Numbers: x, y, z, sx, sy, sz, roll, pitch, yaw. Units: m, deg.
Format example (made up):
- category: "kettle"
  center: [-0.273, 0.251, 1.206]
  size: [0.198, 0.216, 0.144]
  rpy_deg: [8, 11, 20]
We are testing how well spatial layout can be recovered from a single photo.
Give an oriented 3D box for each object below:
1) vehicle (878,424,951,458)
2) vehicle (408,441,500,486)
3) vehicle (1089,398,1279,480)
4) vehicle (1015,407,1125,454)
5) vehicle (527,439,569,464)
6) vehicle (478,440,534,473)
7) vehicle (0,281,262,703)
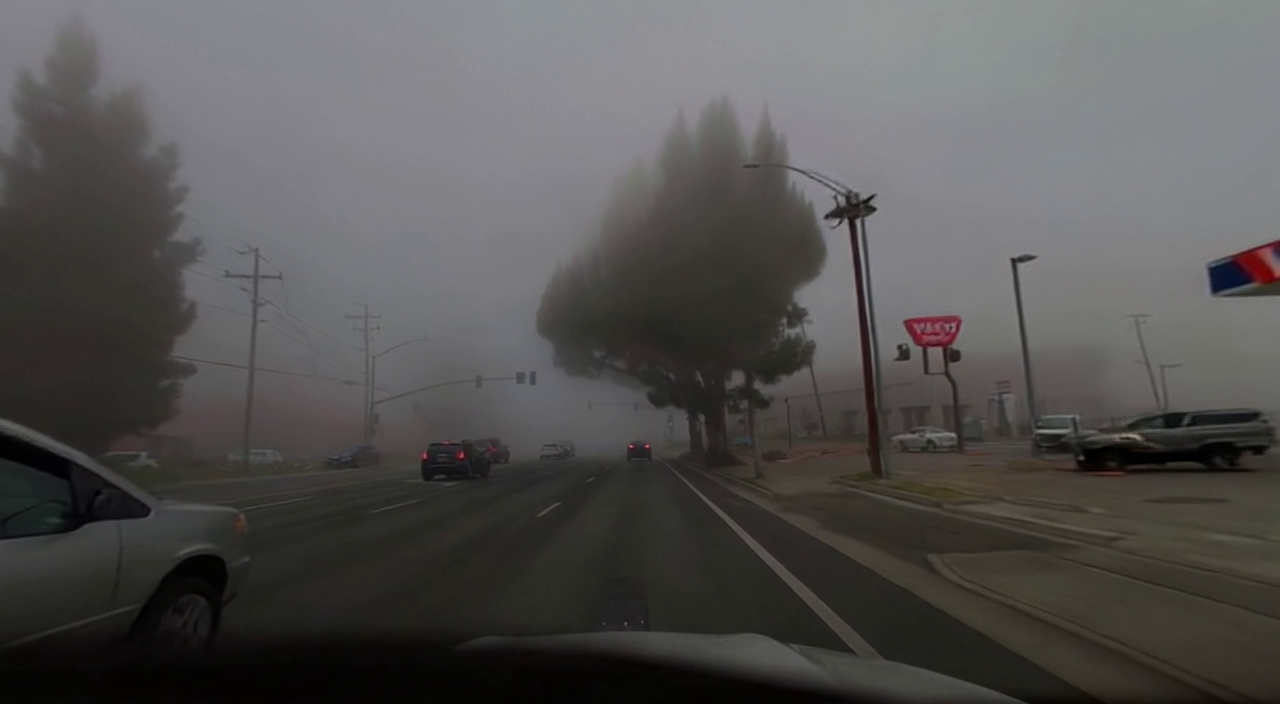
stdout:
- category: "vehicle"
  center: [16.024, 5.249, 37.127]
  size: [2.116, 1.849, 4.806]
  rpy_deg: [0, -9, 0]
- category: "vehicle"
  center: [-6.657, 4.004, 23.088]
  size: [1.960, 1.468, 4.345]
  rpy_deg: [0, -8, 1]
- category: "vehicle"
  center: [15.981, 2.440, 17.749]
  size: [2.178, 1.911, 5.852]
  rpy_deg: [-1, -8, -2]
- category: "vehicle"
  center: [23.739, 4.426, 35.171]
  size: [2.314, 2.302, 5.730]
  rpy_deg: [-4, -8, 5]
- category: "vehicle"
  center: [-6.286, 6.848, 43.443]
  size: [2.130, 1.636, 4.427]
  rpy_deg: [0, -8, 2]
- category: "vehicle"
  center: [-6.659, 5.224, 31.771]
  size: [1.804, 1.513, 4.191]
  rpy_deg: [0, -8, 2]
- category: "vehicle"
  center: [-3.254, 0.543, 1.127]
  size: [2.190, 1.844, 4.751]
  rpy_deg: [0, -8, 0]
